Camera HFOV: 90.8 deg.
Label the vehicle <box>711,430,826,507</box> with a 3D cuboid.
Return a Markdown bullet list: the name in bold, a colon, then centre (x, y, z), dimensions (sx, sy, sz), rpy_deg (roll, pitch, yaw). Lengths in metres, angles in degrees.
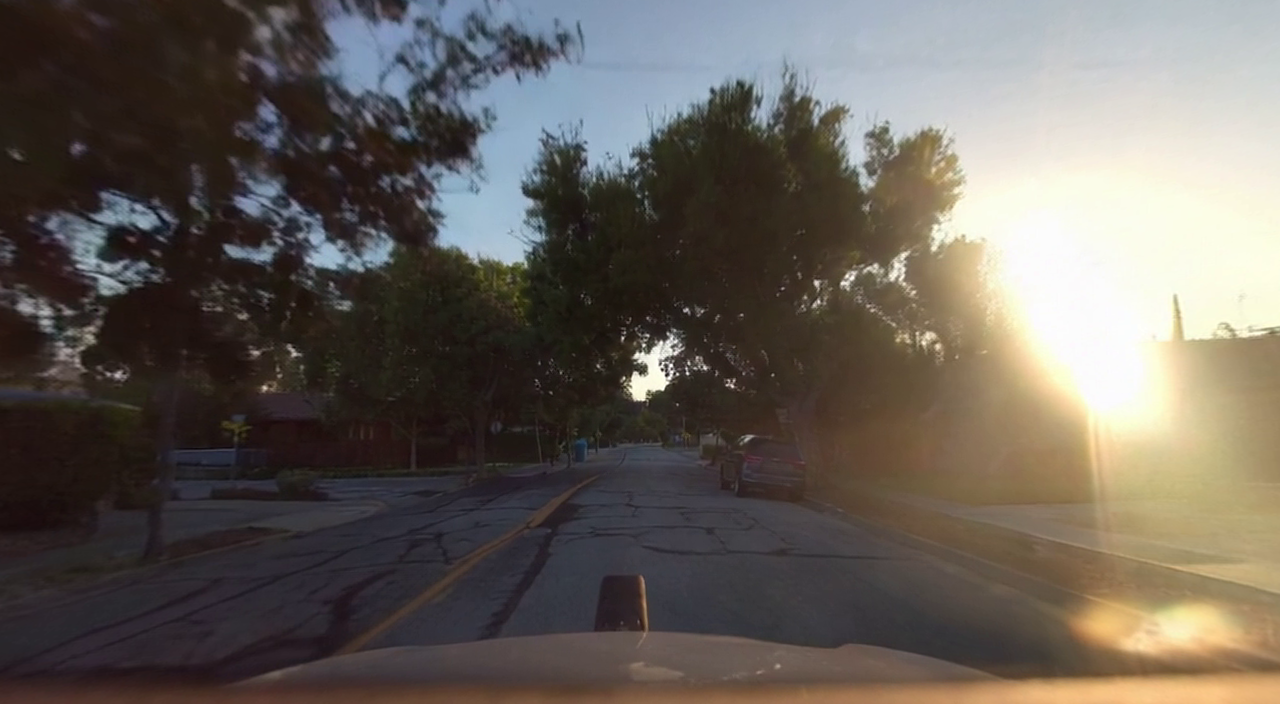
- **vehicle**: centre (3.206, 3.015, 16.762), dimensions (2.086, 1.726, 4.384), rpy_deg (-1, -9, 0)
